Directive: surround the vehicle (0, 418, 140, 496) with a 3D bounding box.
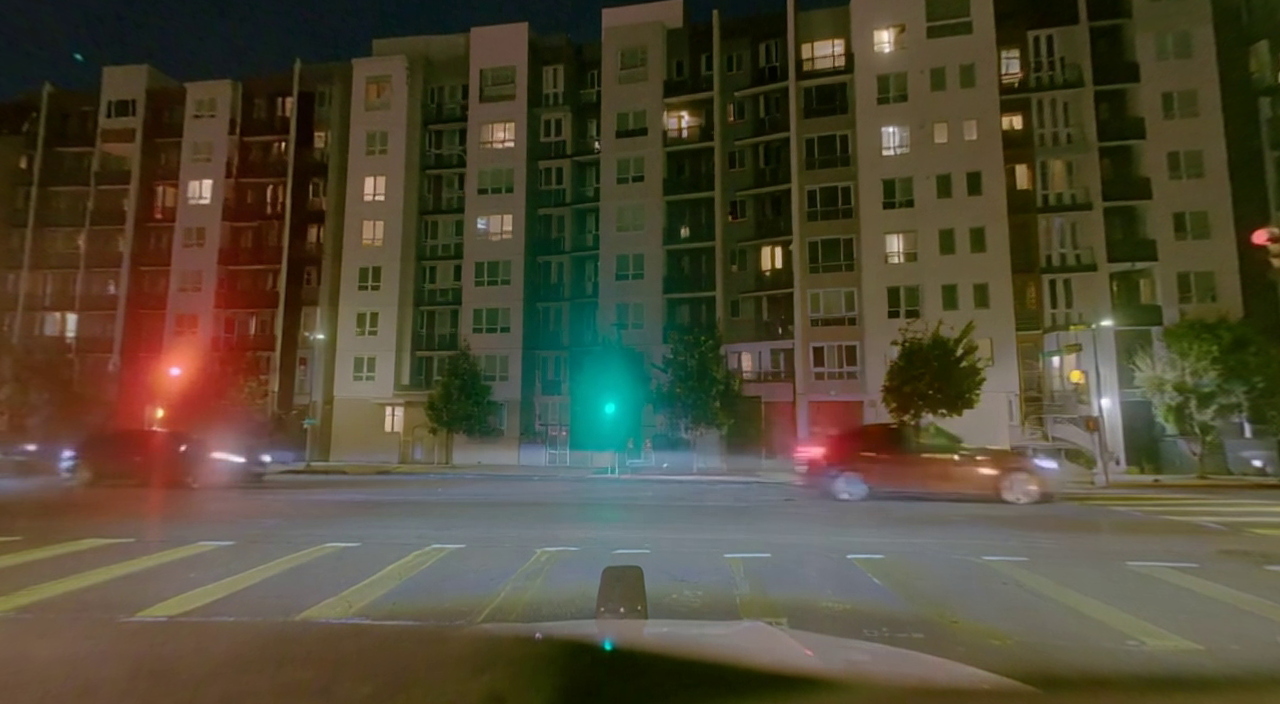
[{"bbox_3d":[-14.410,2.279,13.815,5.203,1.566,1.977,0,-9,0],"label":"vehicle"}]

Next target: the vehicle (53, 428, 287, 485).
[{"bbox_3d":[-12.525,2.813,17.077,4.747,1.434,1.960,0,-9,0],"label":"vehicle"}]

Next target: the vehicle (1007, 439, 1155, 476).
[{"bbox_3d":[18.566,4.461,26.692,4.823,1.458,1.914,0,-9,-1],"label":"vehicle"}]

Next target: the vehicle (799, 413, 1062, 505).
[{"bbox_3d":[6.162,2.328,13.886,4.724,1.834,2.068,0,-9,0],"label":"vehicle"}]
